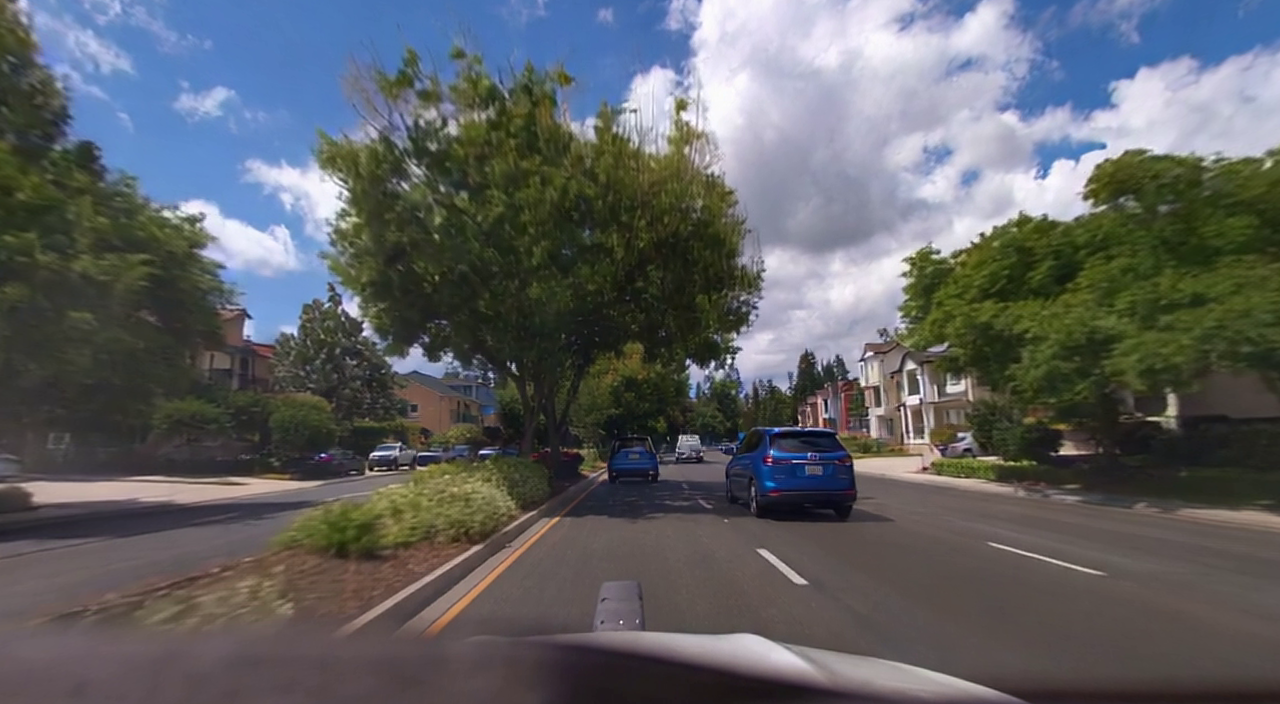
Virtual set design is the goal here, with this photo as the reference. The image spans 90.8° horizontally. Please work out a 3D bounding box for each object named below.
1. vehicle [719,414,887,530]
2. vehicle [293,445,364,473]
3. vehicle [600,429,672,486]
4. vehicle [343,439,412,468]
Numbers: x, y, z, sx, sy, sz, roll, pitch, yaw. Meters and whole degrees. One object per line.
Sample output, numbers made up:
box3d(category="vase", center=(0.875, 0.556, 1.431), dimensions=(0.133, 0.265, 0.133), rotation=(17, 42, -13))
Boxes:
box3d(category="vehicle", center=(2.869, 2.250, 12.314), dimensions=(2.033, 1.823, 4.409), rotation=(0, -9, -1))
box3d(category="vehicle", center=(-18.578, 6.418, 37.951), dimensions=(1.954, 1.570, 4.828), rotation=(1, -10, -2))
box3d(category="vehicle", center=(-0.084, 3.848, 23.270), dimensions=(2.345, 1.841, 5.032), rotation=(0, -9, 1))
box3d(category="vehicle", center=(-18.325, 7.159, 44.387), dimensions=(2.195, 1.894, 5.489), rotation=(-2, -10, 3))
